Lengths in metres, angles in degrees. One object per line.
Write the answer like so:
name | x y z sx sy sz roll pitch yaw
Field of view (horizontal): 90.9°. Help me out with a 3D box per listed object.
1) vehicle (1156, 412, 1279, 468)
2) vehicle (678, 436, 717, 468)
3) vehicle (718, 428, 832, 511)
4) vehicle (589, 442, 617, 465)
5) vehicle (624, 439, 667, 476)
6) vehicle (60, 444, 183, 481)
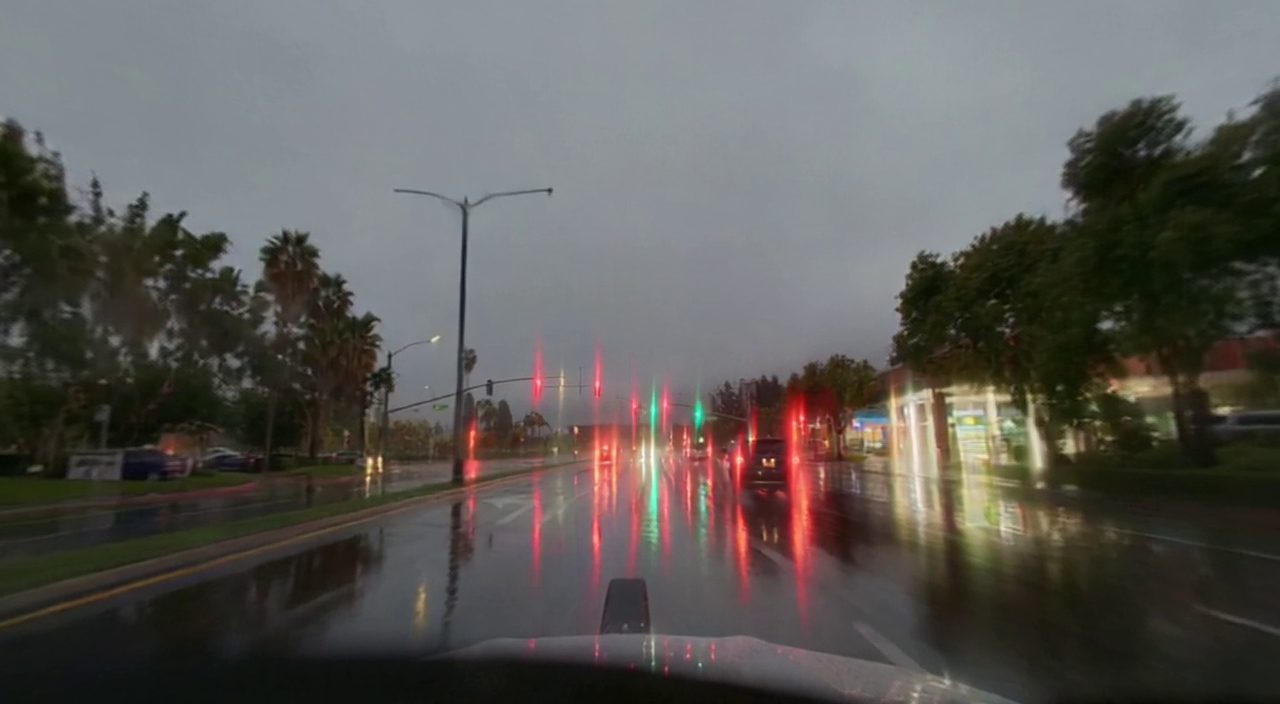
vehicle | 21.338 3.065 21.855 4.831 1.816 2.295 0 -8 -2
vehicle | 3.758 6.631 41.975 2.154 1.975 4.634 0 -8 0
vehicle | 3.138 2.805 15.515 1.872 1.752 3.896 0 -8 -1
vehicle | -2.736 7.601 47.416 1.788 1.600 4.298 0 -8 1
vehicle | 0.241 5.192 31.327 1.991 1.664 3.814 0 -8 0
vehicle | -27.587 5.852 33.671 4.803 1.784 2.124 7 -11 -41
